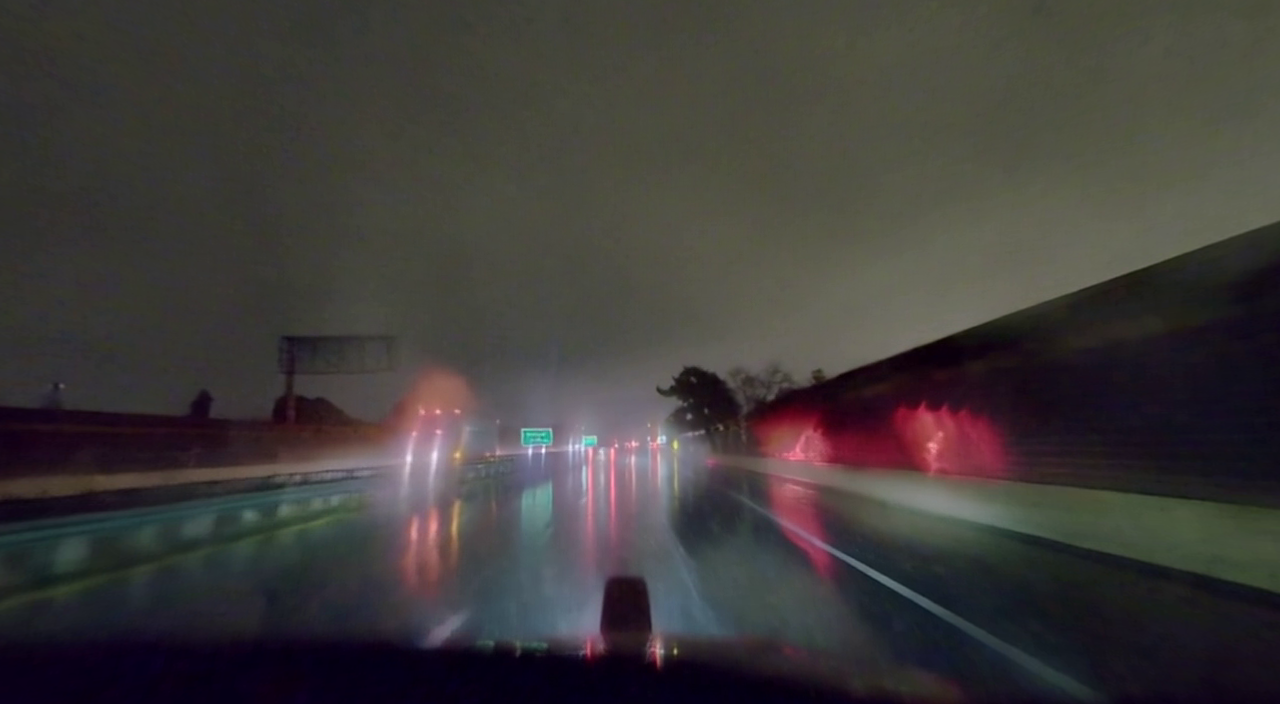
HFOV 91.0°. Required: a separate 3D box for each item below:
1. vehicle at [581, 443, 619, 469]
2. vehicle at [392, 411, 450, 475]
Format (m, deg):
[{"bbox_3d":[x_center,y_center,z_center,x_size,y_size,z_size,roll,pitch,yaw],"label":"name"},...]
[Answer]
[{"bbox_3d":[-2.386,6.349,38.661,2.050,1.530,4.144,0,-8,0],"label":"vehicle"},{"bbox_3d":[-15.227,6.318,43.959,2.913,4.275,3.166,0,-7,-1],"label":"vehicle"}]
